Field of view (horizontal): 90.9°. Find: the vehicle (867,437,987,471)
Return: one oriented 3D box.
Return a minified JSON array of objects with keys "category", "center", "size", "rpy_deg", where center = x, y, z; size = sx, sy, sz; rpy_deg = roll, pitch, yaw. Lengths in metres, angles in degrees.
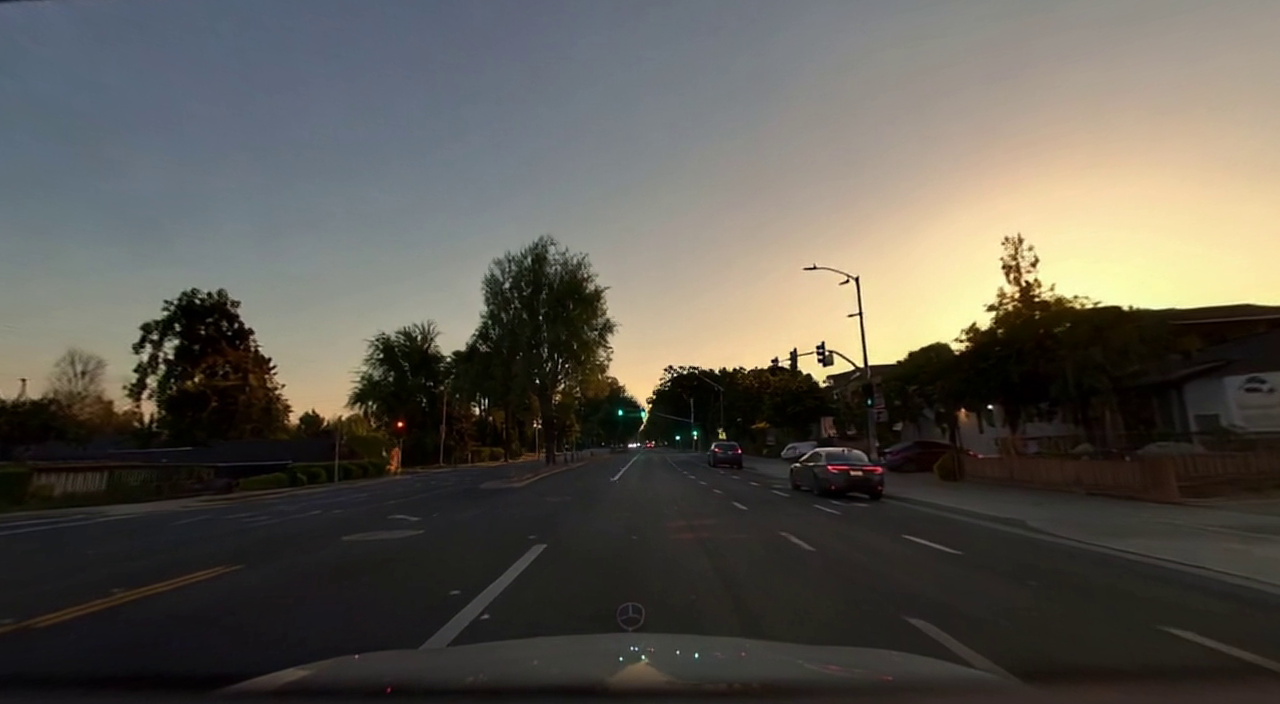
[{"category":"vehicle","center":[12.825,4.560,28.336],"size":[4.461,1.461,1.805],"rpy_deg":[0,-9,-1]}]

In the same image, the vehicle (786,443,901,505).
[{"category":"vehicle","center":[5.708,3.447,18.369],"size":[1.855,1.520,4.808],"rpy_deg":[0,-9,2]}]

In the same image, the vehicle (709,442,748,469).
[{"category":"vehicle","center":[6.006,7.076,43.258],"size":[2.026,1.754,4.565],"rpy_deg":[0,-9,0]}]
